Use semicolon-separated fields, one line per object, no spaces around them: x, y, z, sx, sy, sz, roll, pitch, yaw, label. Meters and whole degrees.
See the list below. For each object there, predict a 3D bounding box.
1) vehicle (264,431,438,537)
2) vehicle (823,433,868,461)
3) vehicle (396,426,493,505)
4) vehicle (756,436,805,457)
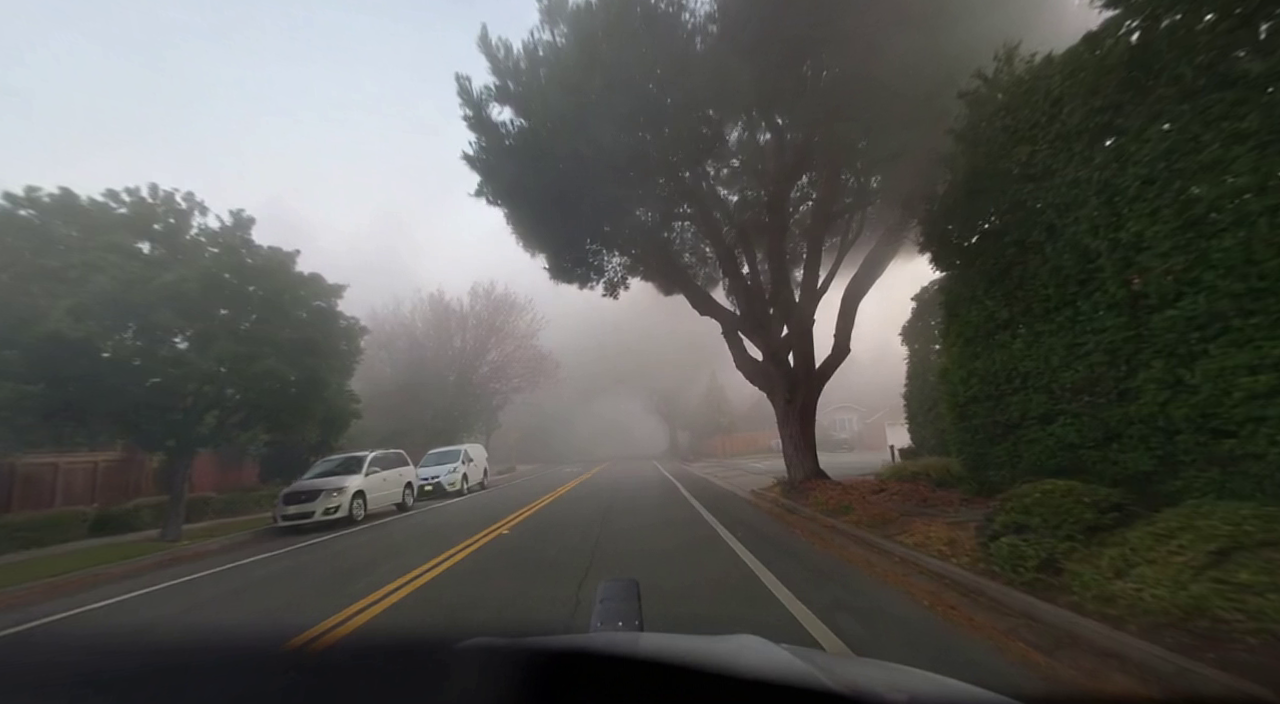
-6.985;3.227;15.925;2.173;2.020;4.770;-6;-10;-1;vehicle
13.716;6.316;41.982;1.860;1.697;4.292;-5;-10;30;vehicle
-6.858;4.021;22.648;2.057;2.317;4.386;-6;-9;-1;vehicle
9.289;6.301;42.136;1.922;1.263;4.664;0;-9;-3;vehicle
